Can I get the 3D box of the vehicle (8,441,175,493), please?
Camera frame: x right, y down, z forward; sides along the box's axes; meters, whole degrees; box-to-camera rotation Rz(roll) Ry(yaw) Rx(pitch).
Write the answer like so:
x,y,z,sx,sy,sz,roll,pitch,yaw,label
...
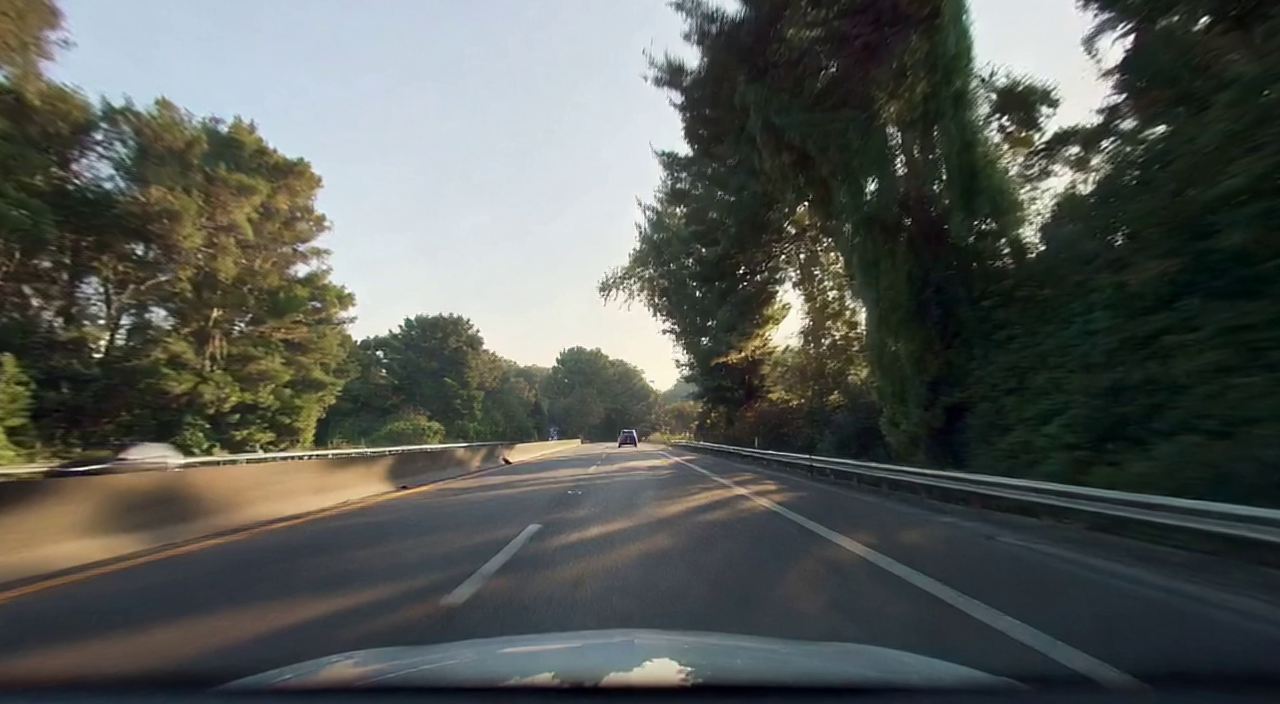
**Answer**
x,y,z,sx,sy,sz,roll,pitch,yaw,label
-17.244,3.585,20.139,1.776,1.417,4.018,0,-8,-1,vehicle
